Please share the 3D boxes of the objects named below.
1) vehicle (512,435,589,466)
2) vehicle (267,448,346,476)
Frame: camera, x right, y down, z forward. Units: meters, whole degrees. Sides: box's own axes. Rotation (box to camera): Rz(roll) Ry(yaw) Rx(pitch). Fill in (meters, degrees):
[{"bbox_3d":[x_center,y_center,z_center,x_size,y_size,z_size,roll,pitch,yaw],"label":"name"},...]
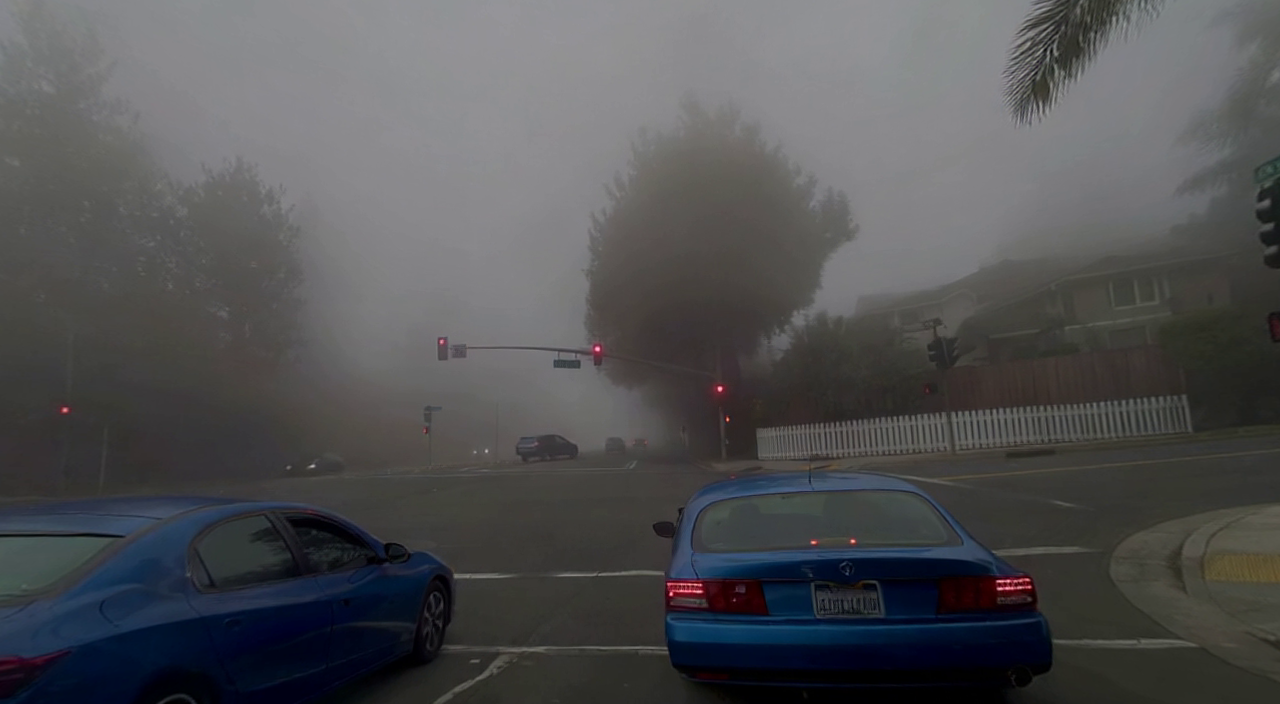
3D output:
[{"bbox_3d":[-4.845,5.437,34.920,2.083,1.541,4.777,-4,-9,22],"label":"vehicle"},{"bbox_3d":[-19.998,6.607,38.152,2.084,1.528,4.778,-1,-9,2],"label":"vehicle"}]
